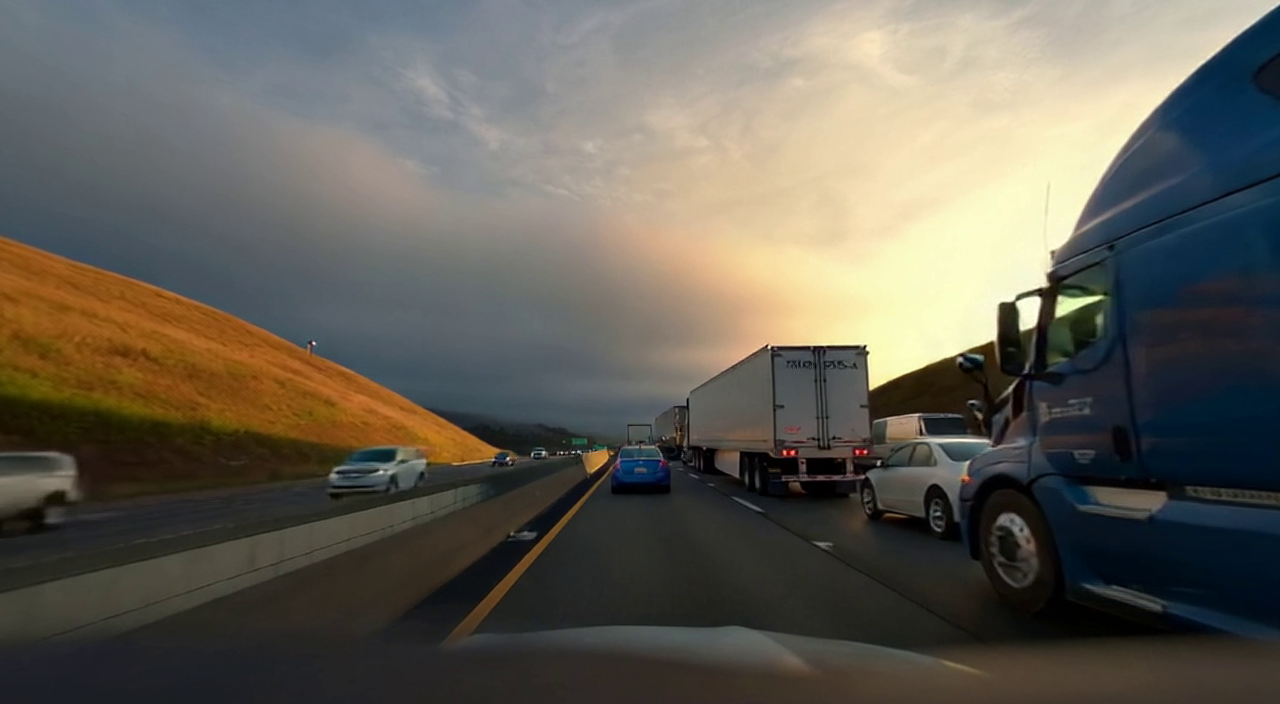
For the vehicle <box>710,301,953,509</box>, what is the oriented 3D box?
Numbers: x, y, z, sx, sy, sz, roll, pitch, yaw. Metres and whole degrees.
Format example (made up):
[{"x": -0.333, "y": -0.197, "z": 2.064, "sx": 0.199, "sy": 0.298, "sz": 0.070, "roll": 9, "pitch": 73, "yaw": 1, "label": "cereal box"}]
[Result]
[{"x": 4.413, "y": 1.716, "z": 17.724, "sx": 3.235, "sy": 4.197, "sz": 9.908, "roll": 0, "pitch": -8, "yaw": -3, "label": "vehicle"}]

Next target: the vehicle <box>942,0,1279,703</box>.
[{"x": 4.257, "y": -0.290, "z": 1.890, "sx": 3.150, "sy": 4.051, "sz": 6.527, "roll": 0, "pitch": -8, "yaw": -2, "label": "vehicle"}]

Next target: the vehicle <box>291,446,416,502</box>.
[{"x": -10.004, "y": 4.254, "z": 22.450, "sx": 2.259, "sy": 1.699, "sz": 4.510, "roll": -1, "pitch": -8, "yaw": 1, "label": "vehicle"}]

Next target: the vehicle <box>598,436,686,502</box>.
[{"x": 0.018, "y": 2.993, "z": 16.564, "sx": 2.045, "sy": 1.507, "sz": 3.763, "roll": -1, "pitch": -8, "yaw": -1, "label": "vehicle"}]
